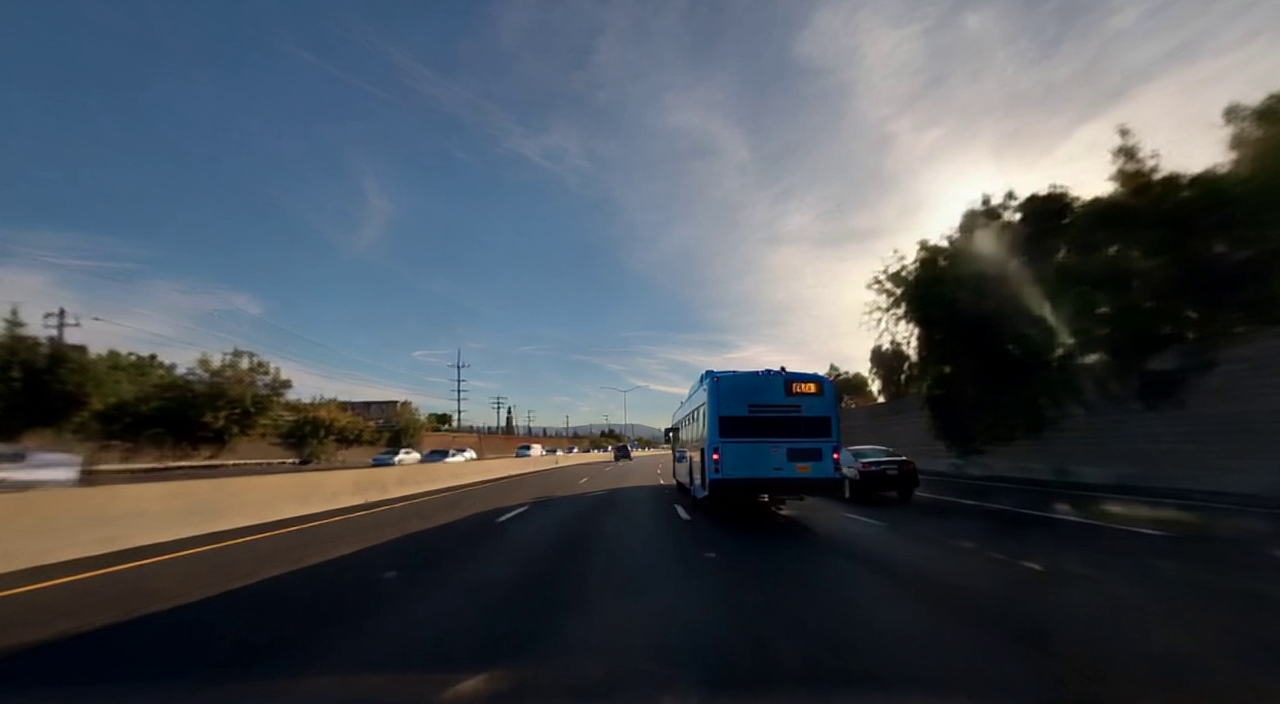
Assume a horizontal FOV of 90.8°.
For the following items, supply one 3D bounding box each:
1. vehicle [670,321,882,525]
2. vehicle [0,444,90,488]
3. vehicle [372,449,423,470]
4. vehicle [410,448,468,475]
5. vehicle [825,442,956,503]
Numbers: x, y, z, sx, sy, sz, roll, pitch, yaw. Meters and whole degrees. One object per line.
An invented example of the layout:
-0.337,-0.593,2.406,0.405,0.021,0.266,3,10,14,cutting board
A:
2.695,2.293,18.349,3.144,3.580,14.591,0,-9,1,vehicle
-26.090,4.731,26.435,1.926,1.706,4.607,0,-9,1,vehicle
-18.148,8.044,47.467,1.900,1.479,4.436,0,-9,2,vehicle
-11.551,6.306,36.611,1.826,1.446,4.234,0,-9,2,vehicle
7.096,3.411,18.501,2.047,1.479,4.593,-2,-8,2,vehicle
